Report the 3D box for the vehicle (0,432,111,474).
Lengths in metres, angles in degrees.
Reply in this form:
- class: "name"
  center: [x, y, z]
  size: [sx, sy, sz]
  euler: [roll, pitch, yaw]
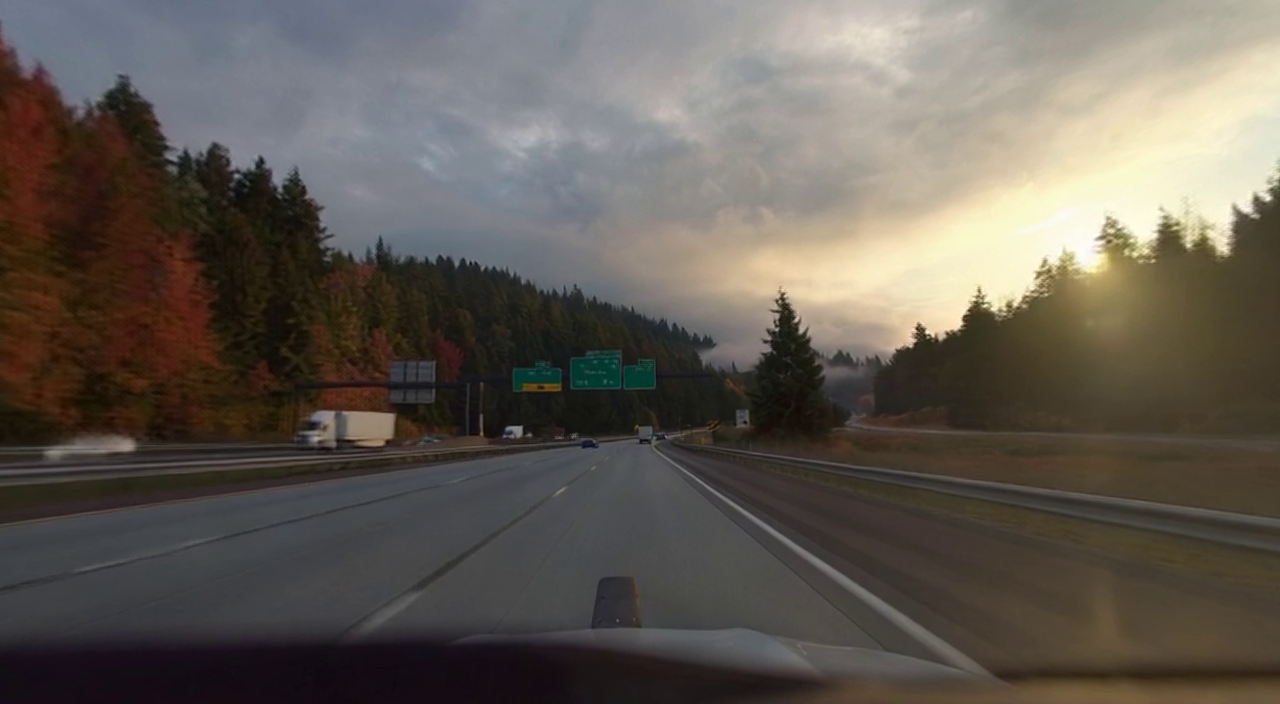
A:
- class: "vehicle"
  center: [-24.401, 4.057, 25.645]
  size: [1.901, 1.550, 4.248]
  euler: [0, -8, 1]
